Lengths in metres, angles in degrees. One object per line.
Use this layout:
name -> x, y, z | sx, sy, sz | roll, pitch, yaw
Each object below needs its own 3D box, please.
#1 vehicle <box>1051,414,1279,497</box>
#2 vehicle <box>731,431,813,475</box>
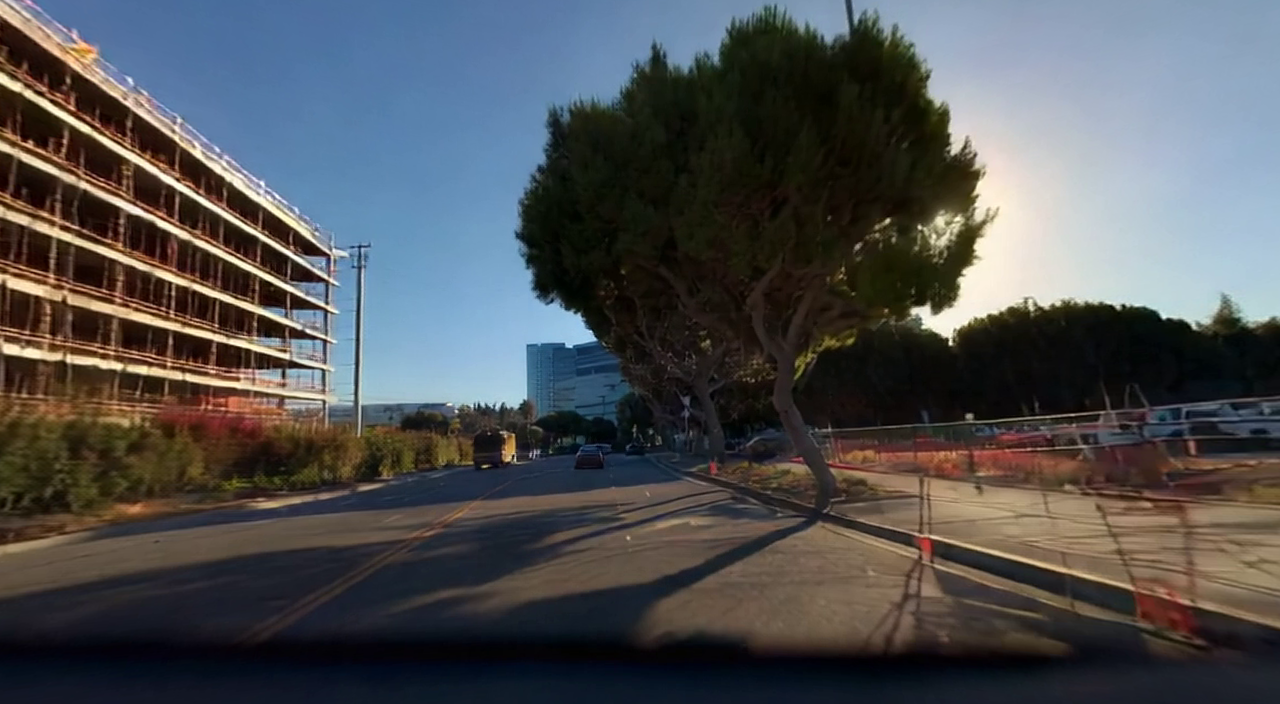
vehicle -> 11.000, 2.033, 12.505 | 4.392, 1.478, 1.932 | 1, -9, -4
vehicle -> 6.242, 4.863, 30.694 | 2.267, 1.911, 5.816 | 1, -9, -5
